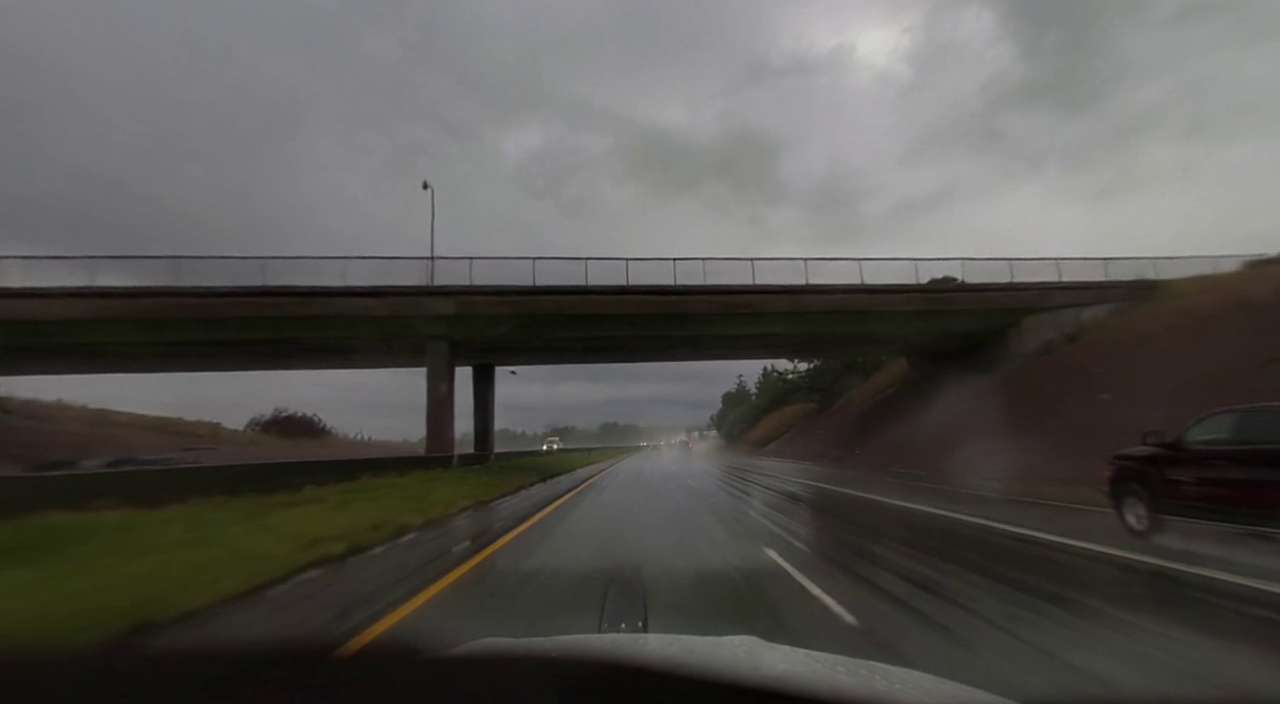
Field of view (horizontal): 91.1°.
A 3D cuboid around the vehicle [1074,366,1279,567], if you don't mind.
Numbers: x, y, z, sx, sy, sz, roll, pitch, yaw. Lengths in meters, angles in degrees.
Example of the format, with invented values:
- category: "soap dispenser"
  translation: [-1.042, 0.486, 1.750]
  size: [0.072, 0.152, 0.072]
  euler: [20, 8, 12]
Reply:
- category: "vehicle"
  translation: [7.729, 1.197, 6.601]
  size: [2.362, 2.037, 5.409]
  euler: [0, -9, -1]
